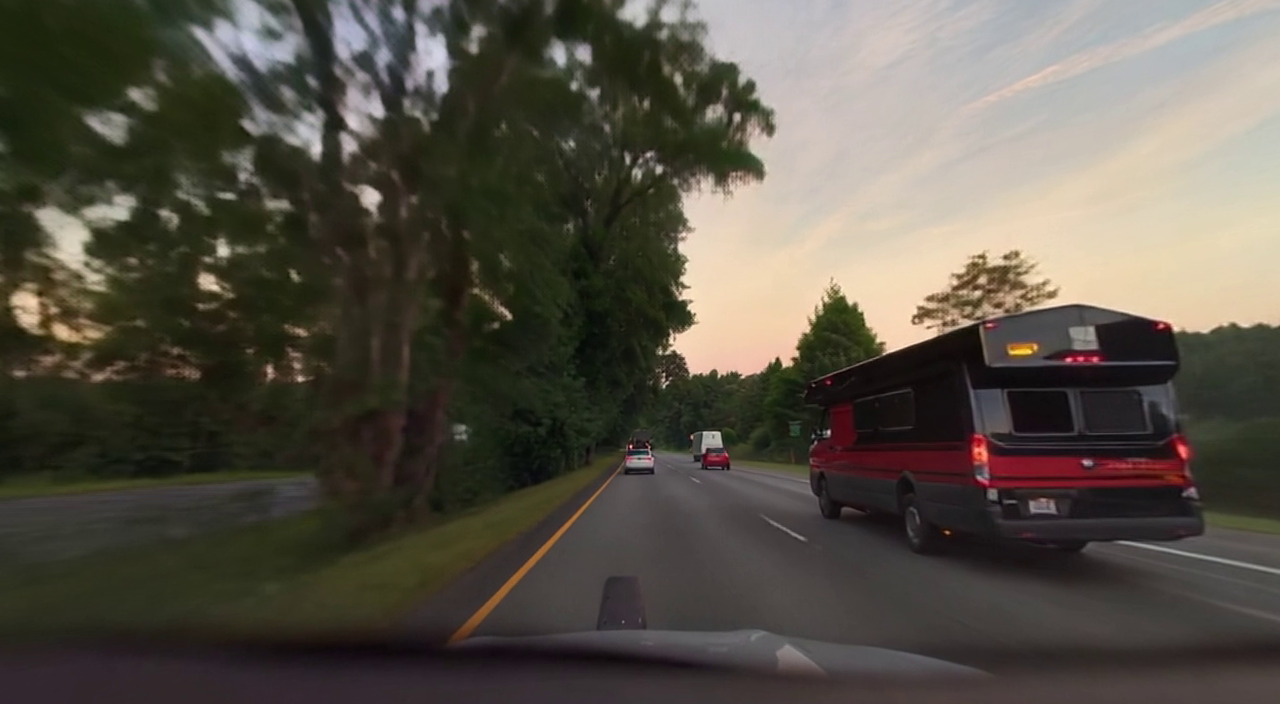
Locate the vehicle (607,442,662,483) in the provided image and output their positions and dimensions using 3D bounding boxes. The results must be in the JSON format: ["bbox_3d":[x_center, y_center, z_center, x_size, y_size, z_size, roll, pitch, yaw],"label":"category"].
[{"bbox_3d":[-0.237,4.648,26.711,2.120,1.575,4.018,0,-9,-1],"label":"vehicle"}]

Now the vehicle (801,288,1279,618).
[{"bbox_3d":[4.631,1.386,8.999,2.745,2.832,7.035,1,-9,0],"label":"vehicle"}]

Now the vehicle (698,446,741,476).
[{"bbox_3d":[4.127,5.736,33.340,1.757,1.459,3.398,0,-9,-1],"label":"vehicle"}]
